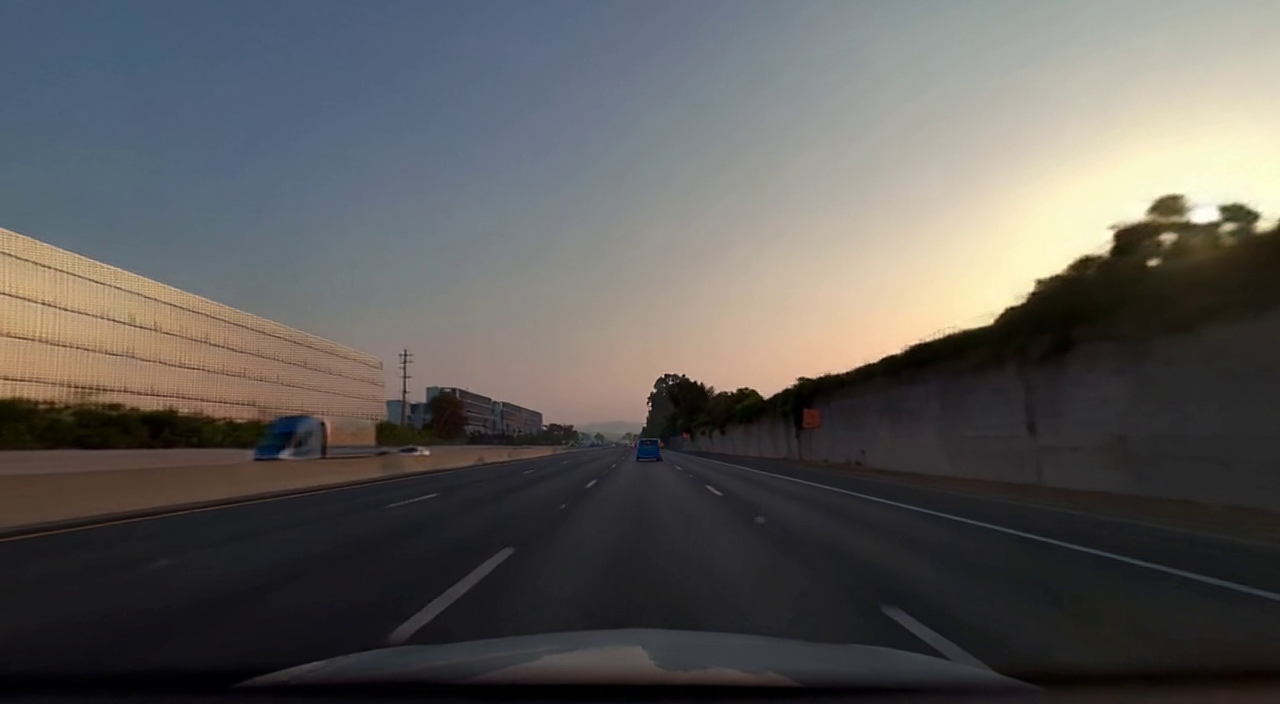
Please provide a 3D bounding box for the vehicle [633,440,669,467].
[{"bbox_3d":[0.607,5.916,36.813,1.997,1.484,3.409,0,-8,0],"label":"vehicle"}]
